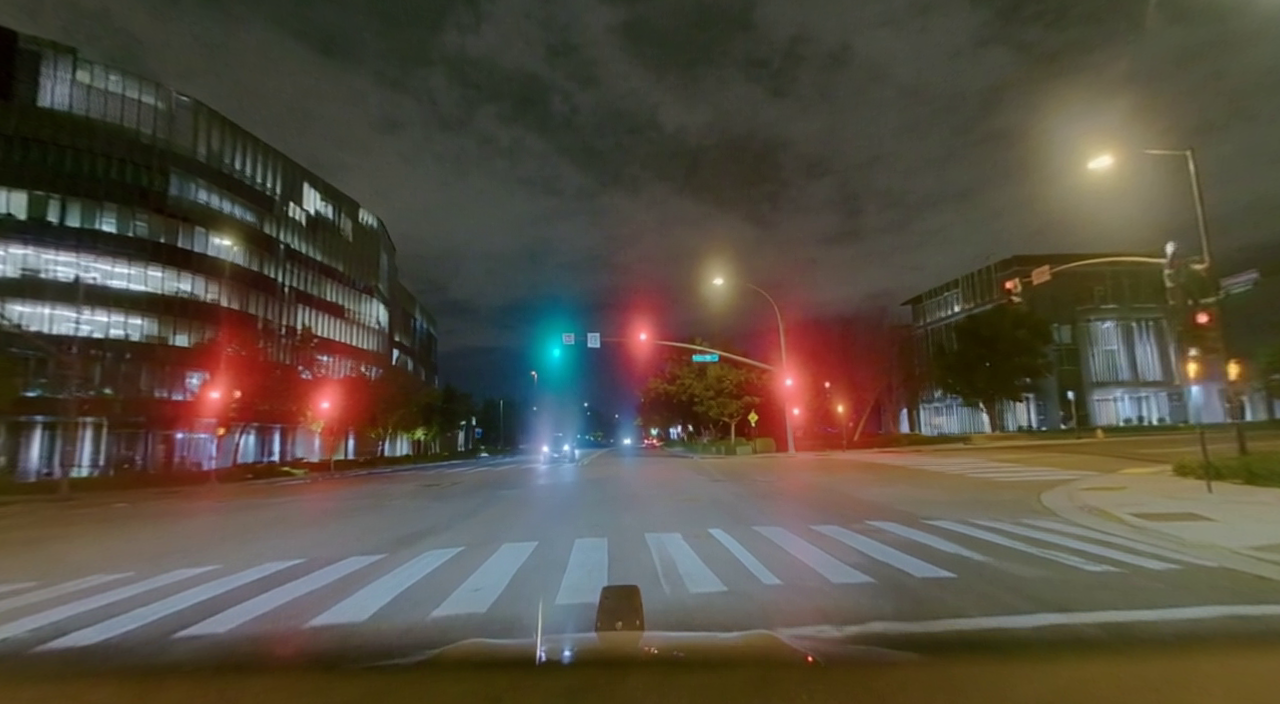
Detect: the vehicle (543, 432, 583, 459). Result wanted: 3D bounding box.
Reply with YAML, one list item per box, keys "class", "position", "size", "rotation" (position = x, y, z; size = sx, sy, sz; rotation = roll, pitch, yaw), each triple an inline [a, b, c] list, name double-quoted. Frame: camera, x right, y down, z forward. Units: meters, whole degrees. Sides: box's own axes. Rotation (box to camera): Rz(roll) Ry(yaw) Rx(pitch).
- class: "vehicle"
  position: [-4.921, 6.051, 40.886]
  size: [1.988, 1.666, 4.074]
  rotation: [0, -8, 1]
